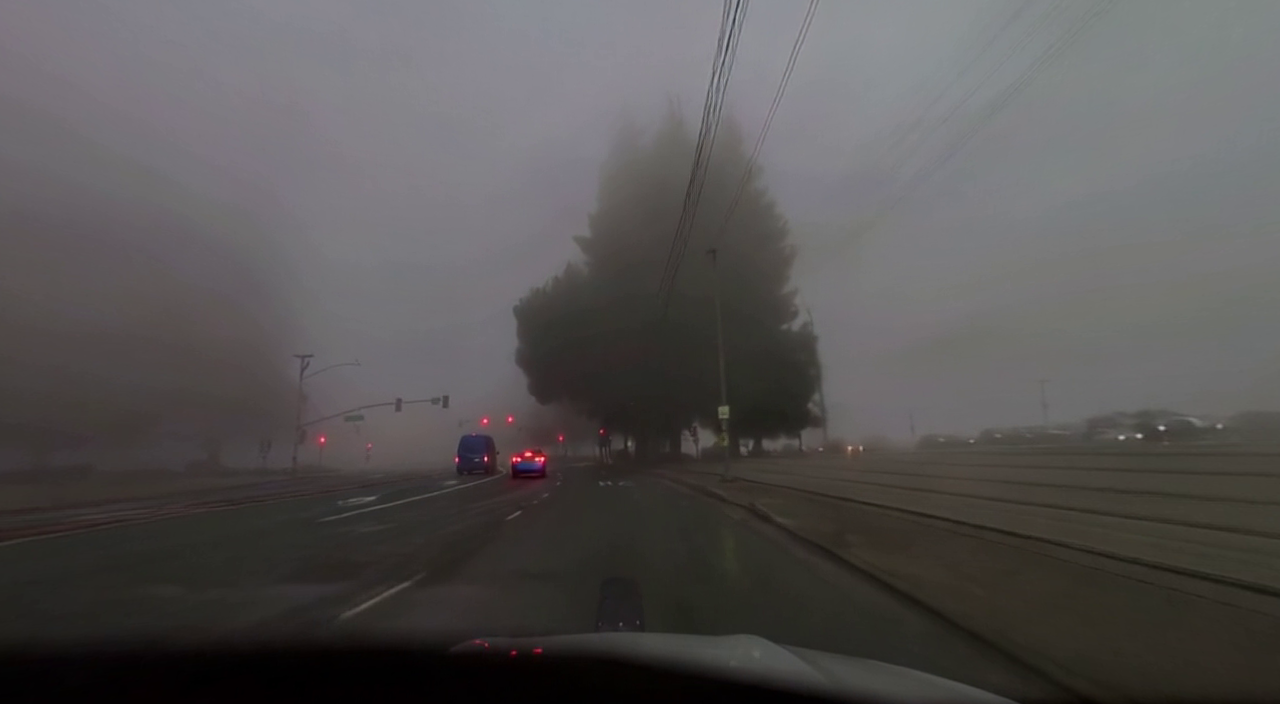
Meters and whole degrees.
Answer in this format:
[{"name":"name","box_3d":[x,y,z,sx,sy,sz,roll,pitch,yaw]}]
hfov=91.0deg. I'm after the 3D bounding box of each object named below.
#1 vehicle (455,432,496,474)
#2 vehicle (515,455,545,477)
[{"name":"vehicle","box_3d":[-12.334,7.606,47.661,2.461,2.889,6.776,2,-9,-10]},{"name":"vehicle","box_3d":[-8.106,8.359,46.402,2.019,1.485,4.565,2,-9,-10]}]
